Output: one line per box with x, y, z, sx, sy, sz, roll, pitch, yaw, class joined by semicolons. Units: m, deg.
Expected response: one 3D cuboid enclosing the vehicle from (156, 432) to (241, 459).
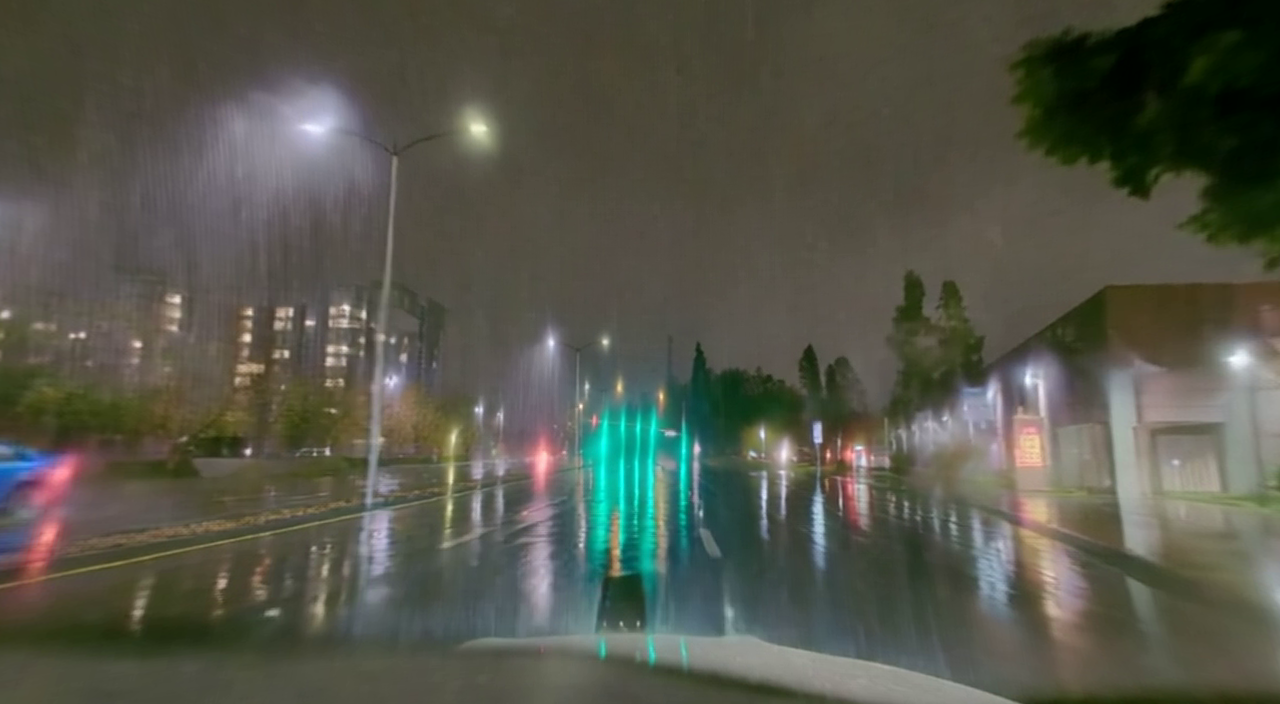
-32.893;6.981;47.216;4.579;1.962;2.161;2;-9;-16;vehicle
